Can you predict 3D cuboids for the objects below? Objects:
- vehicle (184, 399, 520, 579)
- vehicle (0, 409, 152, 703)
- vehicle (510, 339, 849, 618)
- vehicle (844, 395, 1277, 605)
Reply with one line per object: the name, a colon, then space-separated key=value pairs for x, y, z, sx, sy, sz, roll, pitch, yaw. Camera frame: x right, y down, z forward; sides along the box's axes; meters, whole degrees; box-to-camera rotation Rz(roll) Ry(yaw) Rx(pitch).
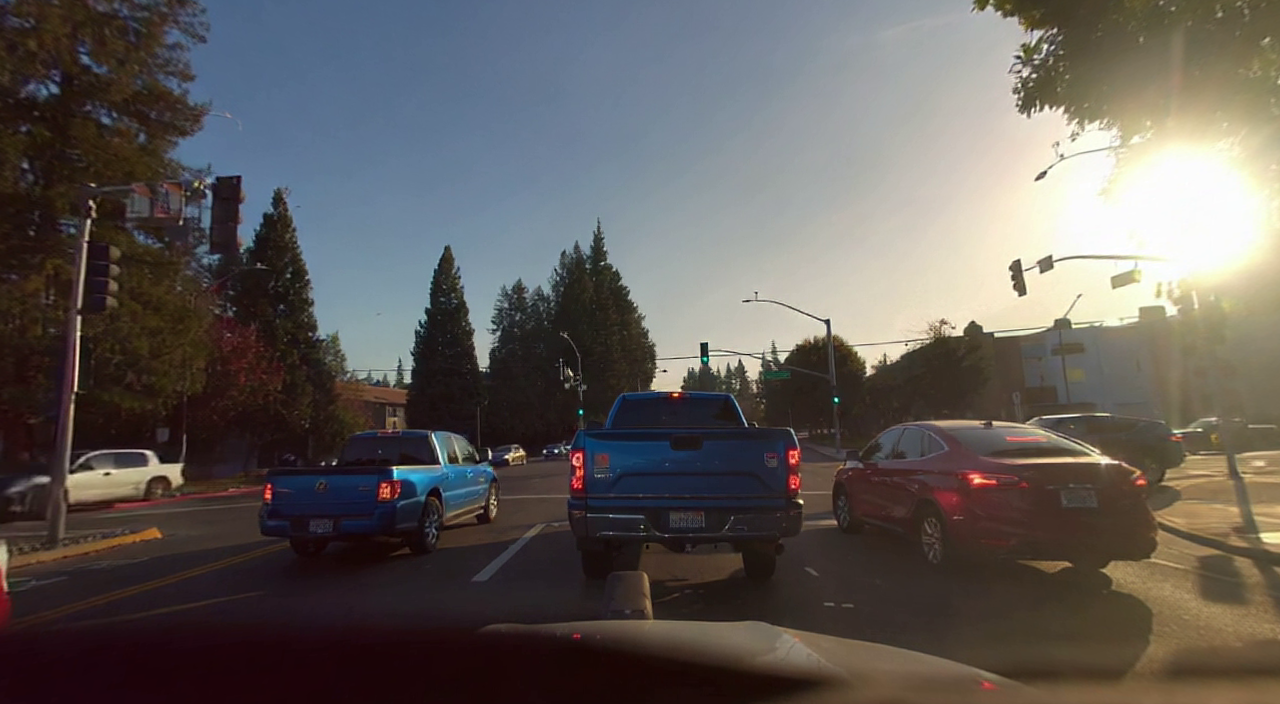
vehicle: x=-3.287 y=1.685 z=8.584 sx=2.125 sy=1.739 sz=4.707 roll=0 pitch=-8 yaw=3
vehicle: x=-3.388 y=0.708 z=0.651 sx=1.998 sy=1.481 sz=4.656 roll=0 pitch=-8 yaw=1
vehicle: x=0.331 y=1.279 z=7.165 sx=2.505 sy=2.084 sz=4.768 roll=0 pitch=-8 yaw=1
vehicle: x=4.041 y=1.487 z=7.191 sx=1.984 sy=1.659 sz=4.226 roll=0 pitch=-8 yaw=0
